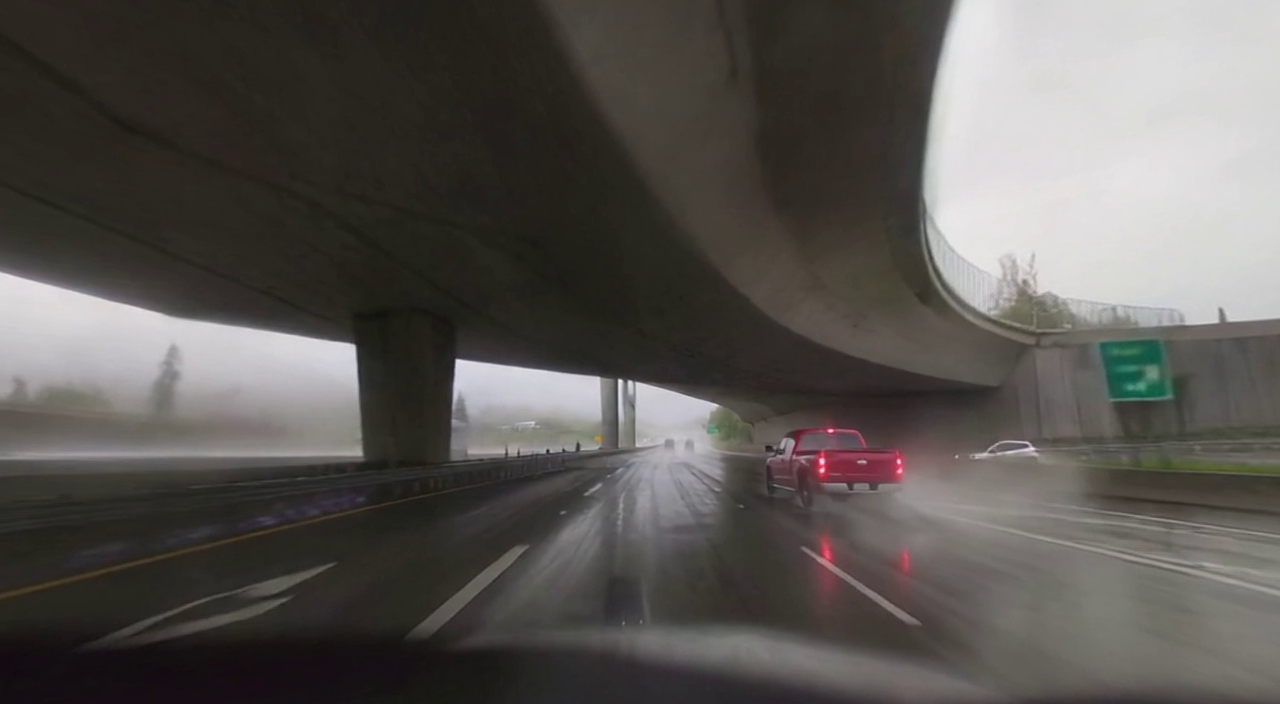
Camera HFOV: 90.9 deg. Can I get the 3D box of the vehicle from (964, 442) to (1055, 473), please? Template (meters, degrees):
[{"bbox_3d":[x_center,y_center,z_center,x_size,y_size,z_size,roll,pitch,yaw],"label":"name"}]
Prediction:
[{"bbox_3d":[19.916,5.691,34.229,1.911,1.577,4.477,1,-9,-5],"label":"vehicle"}]

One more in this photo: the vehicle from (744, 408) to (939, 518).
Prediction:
[{"bbox_3d":[4.209,2.460,14.537,2.505,2.020,5.532,0,-8,-2],"label":"vehicle"}]
